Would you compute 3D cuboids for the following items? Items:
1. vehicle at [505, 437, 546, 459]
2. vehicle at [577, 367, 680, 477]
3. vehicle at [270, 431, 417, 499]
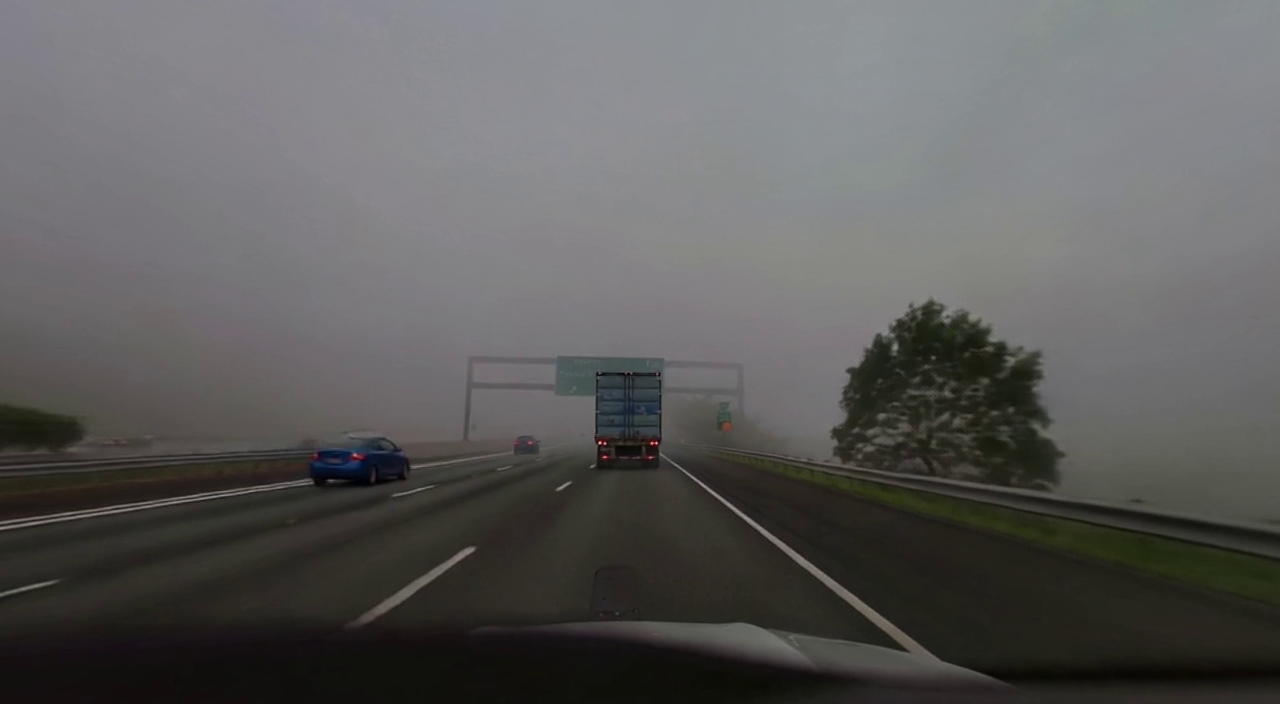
[{"bbox_3d":[-7.800,6.553,43.112,1.949,1.437,4.296,0,-8,0],"label":"vehicle"},{"bbox_3d":[-0.446,3.115,26.464,3.033,3.223,14.836,2,-8,-1],"label":"vehicle"},{"bbox_3d":[-7.211,2.736,15.757,1.856,1.479,3.710,0,-8,0],"label":"vehicle"}]
